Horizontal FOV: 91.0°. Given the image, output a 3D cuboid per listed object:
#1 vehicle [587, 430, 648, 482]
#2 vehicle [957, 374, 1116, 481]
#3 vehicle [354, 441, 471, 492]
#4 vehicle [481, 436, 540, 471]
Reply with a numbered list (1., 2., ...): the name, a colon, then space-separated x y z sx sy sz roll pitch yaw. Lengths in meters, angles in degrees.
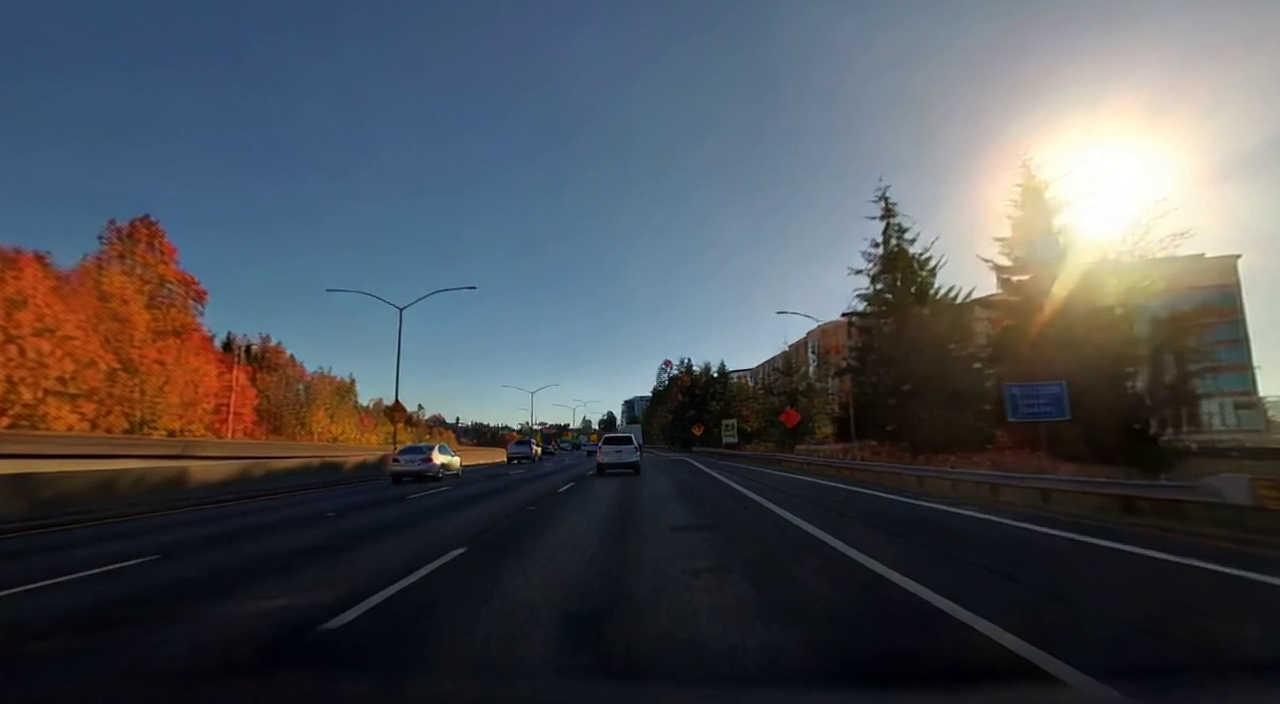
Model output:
1. vehicle: -0.817 4.197 25.631 2.245 1.863 4.801 0 -9 0
2. vehicle: 14.333 2.824 23.203 2.879 3.559 4.020 0 -9 -3
3. vehicle: -7.316 3.712 20.840 2.074 1.495 4.643 0 -9 1
4. vehicle: -7.671 6.078 37.986 2.328 1.927 5.880 0 -9 0
